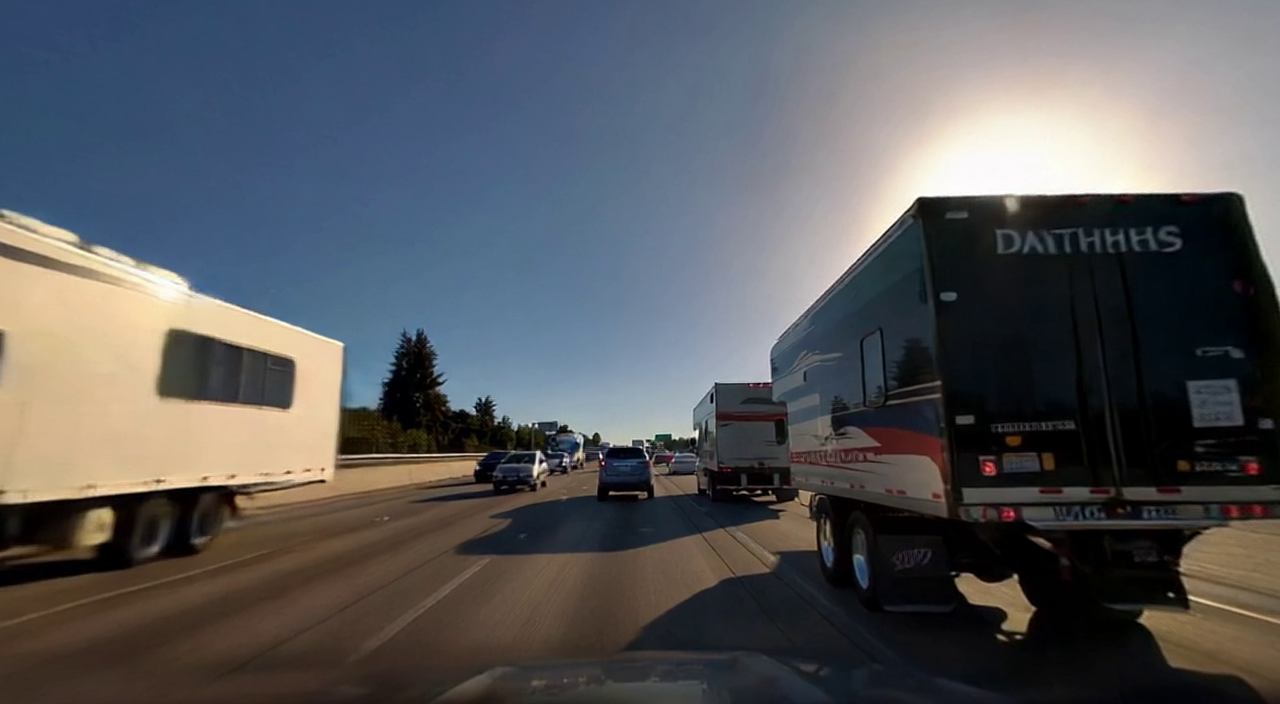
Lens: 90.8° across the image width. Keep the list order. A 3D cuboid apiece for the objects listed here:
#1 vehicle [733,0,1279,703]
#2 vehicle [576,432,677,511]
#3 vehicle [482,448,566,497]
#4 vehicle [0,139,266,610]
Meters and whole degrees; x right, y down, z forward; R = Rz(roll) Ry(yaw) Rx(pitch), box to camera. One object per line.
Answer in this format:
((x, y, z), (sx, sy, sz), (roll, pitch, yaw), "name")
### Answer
((3.223, 0.506, 6.931), (2.936, 3.787, 8.670), (0, -9, -1), "vehicle")
((-0.327, 2.932, 15.899), (2.201, 1.719, 4.058), (0, -9, -1), "vehicle")
((-3.671, 3.889, 20.763), (1.930, 1.431, 4.156), (0, -9, 1), "vehicle")
((-6.976, 0.289, 5.993), (3.008, 3.987, 5.871), (0, -9, 1), "vehicle")
